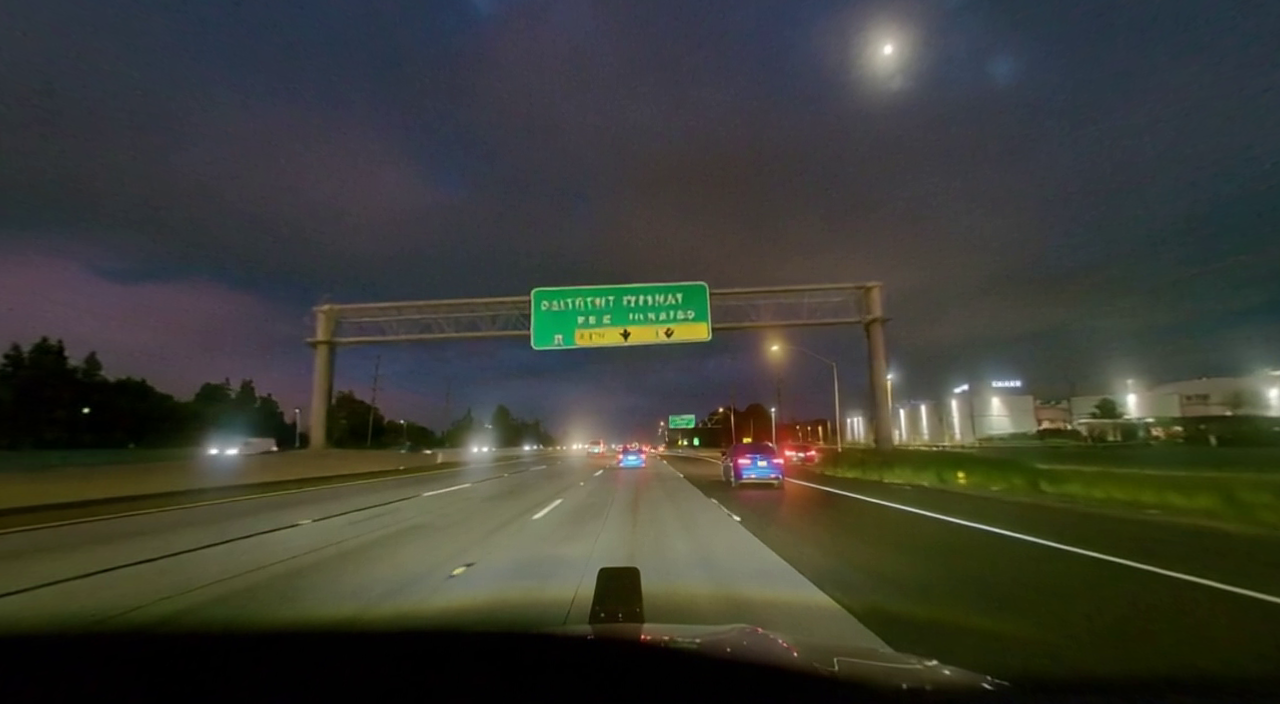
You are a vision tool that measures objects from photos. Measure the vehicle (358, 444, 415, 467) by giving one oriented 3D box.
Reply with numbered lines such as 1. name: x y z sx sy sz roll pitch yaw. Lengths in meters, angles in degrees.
1. vehicle: -16.679 6.815 41.640 1.968 1.465 4.284 0 -8 1

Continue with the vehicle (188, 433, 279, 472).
1. vehicle: -27.876 6.909 43.464 2.253 2.447 5.940 0 -8 1

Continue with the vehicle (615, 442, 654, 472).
1. vehicle: -0.317 5.637 34.062 2.019 1.472 3.971 0 -8 -1

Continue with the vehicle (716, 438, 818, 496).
1. vehicle: 3.655 3.377 18.980 1.995 1.533 4.463 0 -8 -2
